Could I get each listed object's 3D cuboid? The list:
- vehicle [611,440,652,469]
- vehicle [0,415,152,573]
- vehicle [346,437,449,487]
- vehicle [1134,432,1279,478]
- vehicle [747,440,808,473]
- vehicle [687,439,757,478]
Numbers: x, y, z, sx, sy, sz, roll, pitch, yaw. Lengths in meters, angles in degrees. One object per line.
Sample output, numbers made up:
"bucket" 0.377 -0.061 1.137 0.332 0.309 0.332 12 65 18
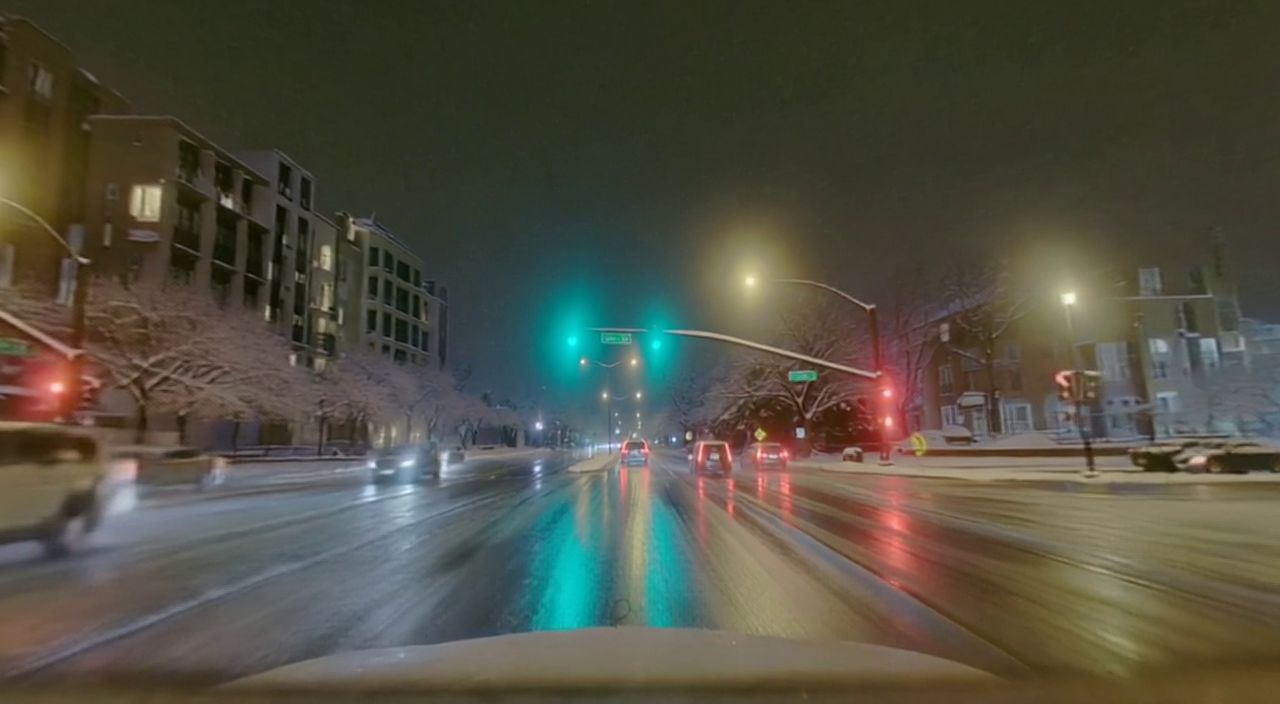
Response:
"vehicle" -0.462 5.655 34.923 2.143 1.480 4.006 0 -8 -1
"vehicle" -8.538 1.567 6.858 2.590 1.769 4.827 0 -8 0
"vehicle" -9.097 4.148 24.161 2.160 1.689 4.451 0 -8 0
"vehicle" 27.177 4.845 29.882 2.686 1.901 6.293 -2 -9 3
"vehicle" 6.722 5.144 31.330 1.861 1.473 4.393 0 -8 -2
"vehicle" 3.358 4.472 26.892 2.226 1.490 4.593 0 -8 -2
